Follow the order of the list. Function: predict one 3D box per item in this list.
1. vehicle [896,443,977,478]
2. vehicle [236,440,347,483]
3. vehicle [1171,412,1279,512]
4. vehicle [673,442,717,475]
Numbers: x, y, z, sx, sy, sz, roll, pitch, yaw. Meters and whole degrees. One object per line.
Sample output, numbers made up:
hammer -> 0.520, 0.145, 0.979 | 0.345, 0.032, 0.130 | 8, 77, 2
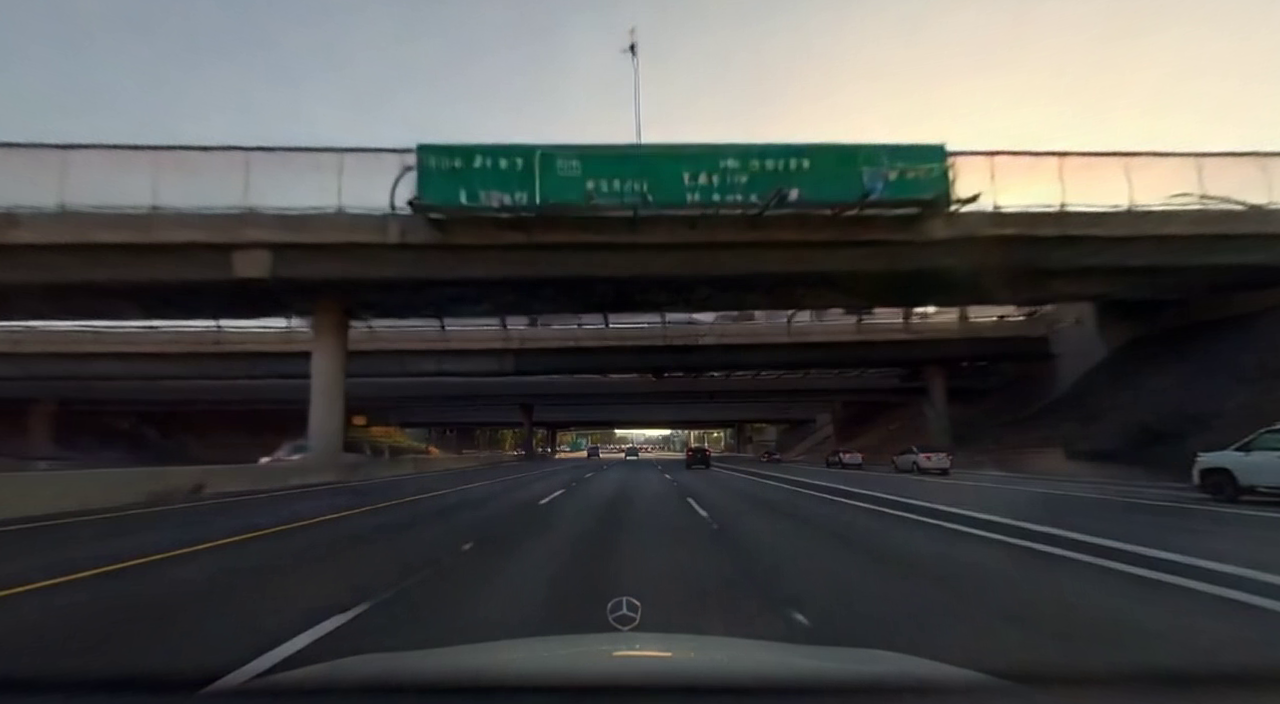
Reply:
vehicle -> 15.842, 5.814, 33.947 | 2.116, 1.754, 4.727 | 0, -9, 2
vehicle -> -14.763, 4.651, 27.041 | 2.013, 1.655, 4.684 | 0, -9, 1
vehicle -> 15.156, 2.332, 13.273 | 2.442, 2.140, 6.462 | 0, -9, 2
vehicle -> 3.160, 6.239, 37.154 | 2.147, 1.794, 4.538 | 0, -9, -1
